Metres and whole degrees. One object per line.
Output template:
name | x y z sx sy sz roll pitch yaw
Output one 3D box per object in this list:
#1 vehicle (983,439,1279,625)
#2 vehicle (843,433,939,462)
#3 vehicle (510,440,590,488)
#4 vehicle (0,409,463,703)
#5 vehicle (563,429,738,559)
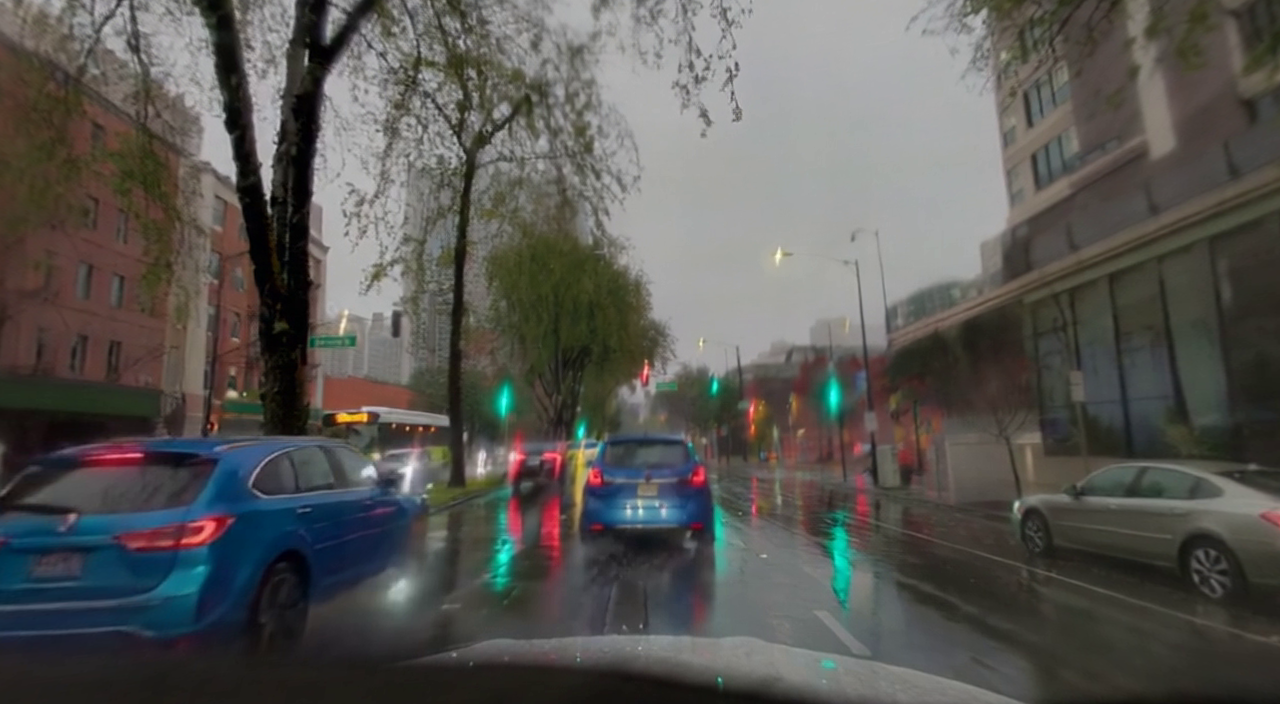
vehicle | 5.984 1.710 6.895 1.873 1.453 4.579 0 -9 0
vehicle | 16.445 6.283 41.502 5.345 1.811 2.175 0 -9 -1
vehicle | -3.009 3.847 22.027 2.131 1.486 4.089 0 -9 1
vehicle | -3.115 1.366 5.261 1.970 1.492 4.534 0 -9 0
vehicle | 0.088 1.914 9.131 2.022 1.481 3.564 0 -9 -1
